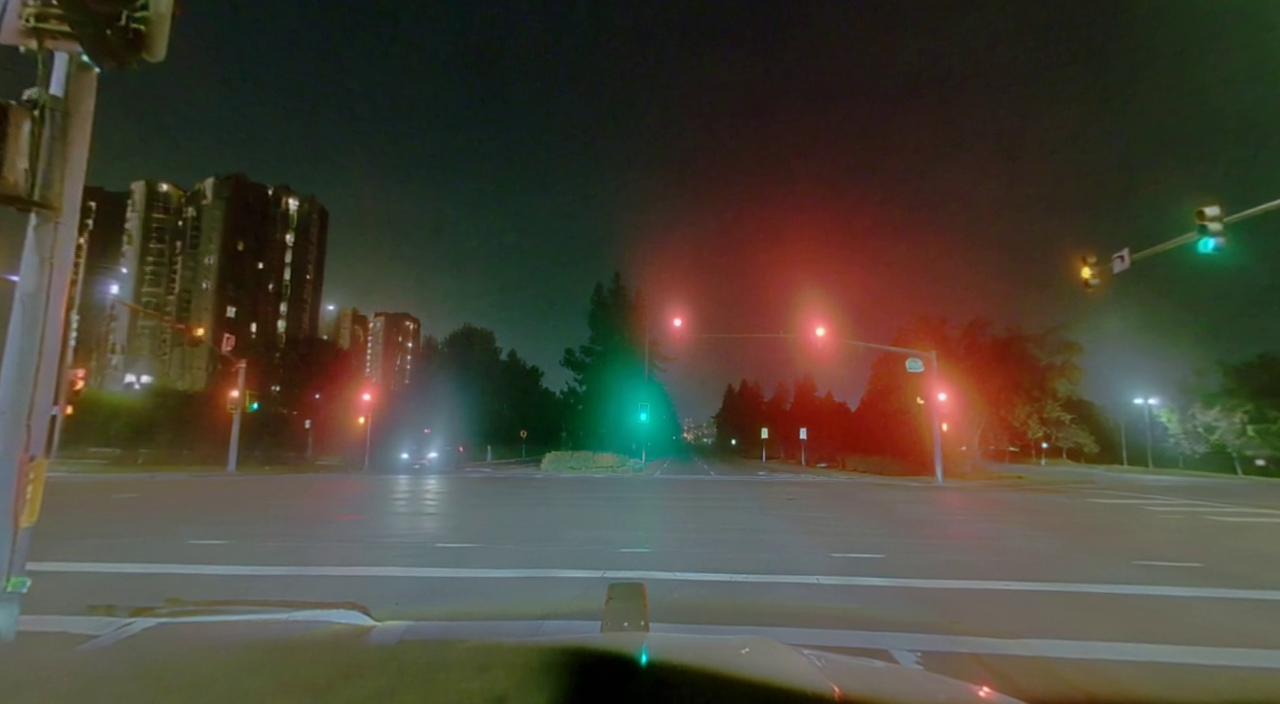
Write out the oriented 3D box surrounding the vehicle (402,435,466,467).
[{"bbox_3d":[-12.650,6.122,39.030,2.238,1.827,5.007,0,-8,0],"label":"vehicle"}]
